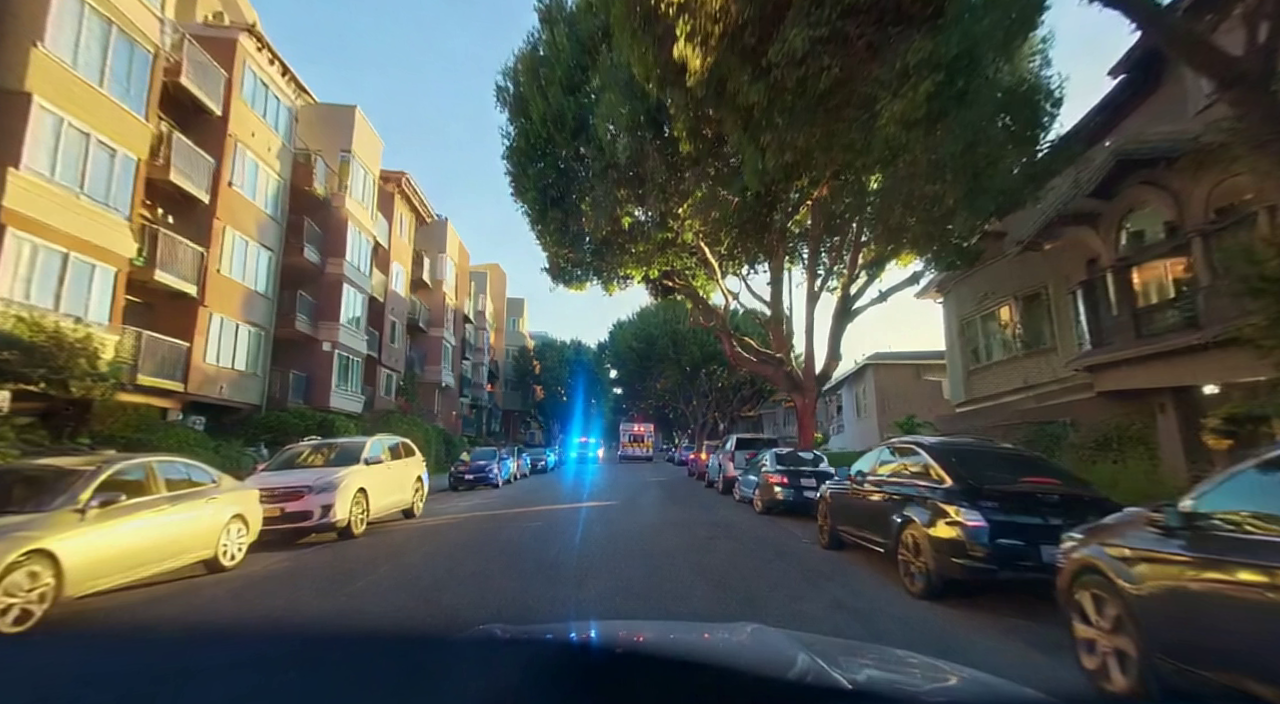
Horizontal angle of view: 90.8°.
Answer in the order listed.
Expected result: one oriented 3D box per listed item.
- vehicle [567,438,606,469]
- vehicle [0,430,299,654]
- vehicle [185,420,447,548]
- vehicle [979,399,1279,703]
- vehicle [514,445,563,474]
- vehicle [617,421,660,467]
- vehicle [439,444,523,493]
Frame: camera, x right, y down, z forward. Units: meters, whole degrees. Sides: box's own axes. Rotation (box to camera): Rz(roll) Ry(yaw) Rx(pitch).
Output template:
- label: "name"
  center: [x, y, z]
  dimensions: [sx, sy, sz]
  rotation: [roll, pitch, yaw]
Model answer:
- label: "vehicle"
  center: [-3.231, 6.238, 38.980]
  dimensions: [2.029, 1.802, 4.229]
  rotation: [0, -8, 1]
- label: "vehicle"
  center: [-5.460, 1.644, 6.170]
  dimensions: [1.853, 1.560, 4.497]
  rotation: [-3, -8, -1]
- label: "vehicle"
  center: [-5.426, 2.268, 11.618]
  dimensions: [2.131, 1.821, 4.976]
  rotation: [0, -8, 1]
- label: "vehicle"
  center: [3.290, 0.992, 2.672]
  dimensions: [1.728, 1.532, 3.457]
  rotation: [0, -8, -1]
- label: "vehicle"
  center: [-5.514, 5.898, 34.889]
  dimensions: [2.047, 1.471, 4.647]
  rotation: [0, -8, -1]
- label: "vehicle"
  center: [-0.230, 6.561, 45.087]
  dimensions: [2.754, 3.008, 7.730]
  rotation: [0, -8, -3]
- label: "vehicle"
  center: [-5.557, 4.111, 22.675]
  dimensions: [1.921, 1.482, 4.280]
  rotation: [-2, -8, 0]
